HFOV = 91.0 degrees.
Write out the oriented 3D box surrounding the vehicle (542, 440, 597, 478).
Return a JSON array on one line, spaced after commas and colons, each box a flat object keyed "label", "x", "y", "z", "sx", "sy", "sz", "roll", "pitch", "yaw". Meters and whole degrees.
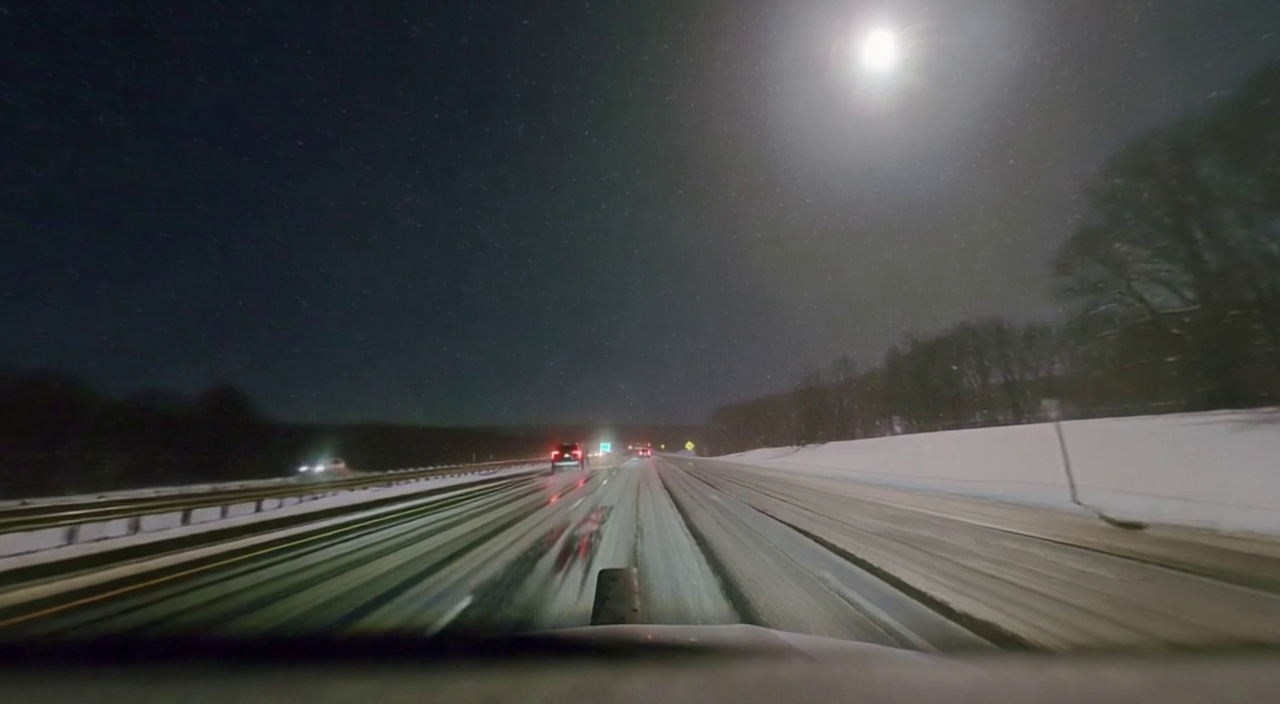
[{"label": "vehicle", "x": -3.345, "y": 5.157, "z": 30.550, "sx": 2.070, "sy": 1.707, "sz": 4.309, "roll": 0, "pitch": -9, "yaw": 1}]
